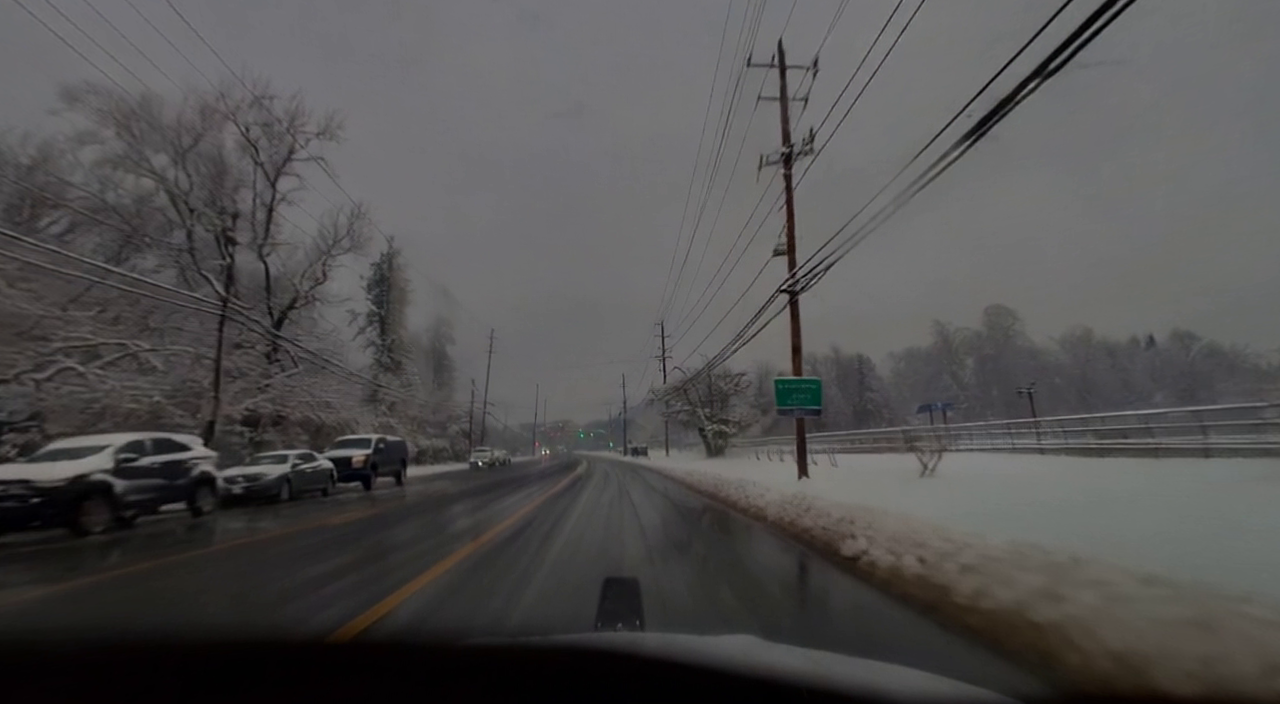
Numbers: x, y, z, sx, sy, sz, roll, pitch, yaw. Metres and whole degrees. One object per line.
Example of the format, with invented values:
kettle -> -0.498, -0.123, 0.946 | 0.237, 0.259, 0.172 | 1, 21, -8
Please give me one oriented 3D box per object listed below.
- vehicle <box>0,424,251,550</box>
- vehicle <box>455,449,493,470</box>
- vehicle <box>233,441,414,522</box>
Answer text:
vehicle -> -10.024, 2.432, 12.164 | 2.016, 1.872, 5.297 | 1, -9, -5
vehicle -> -12.231, 7.913, 46.730 | 1.939, 1.502, 4.398 | 1, -9, -5
vehicle -> -6.803, 2.806, 14.219 | 1.849, 1.512, 4.302 | 0, -9, 0
